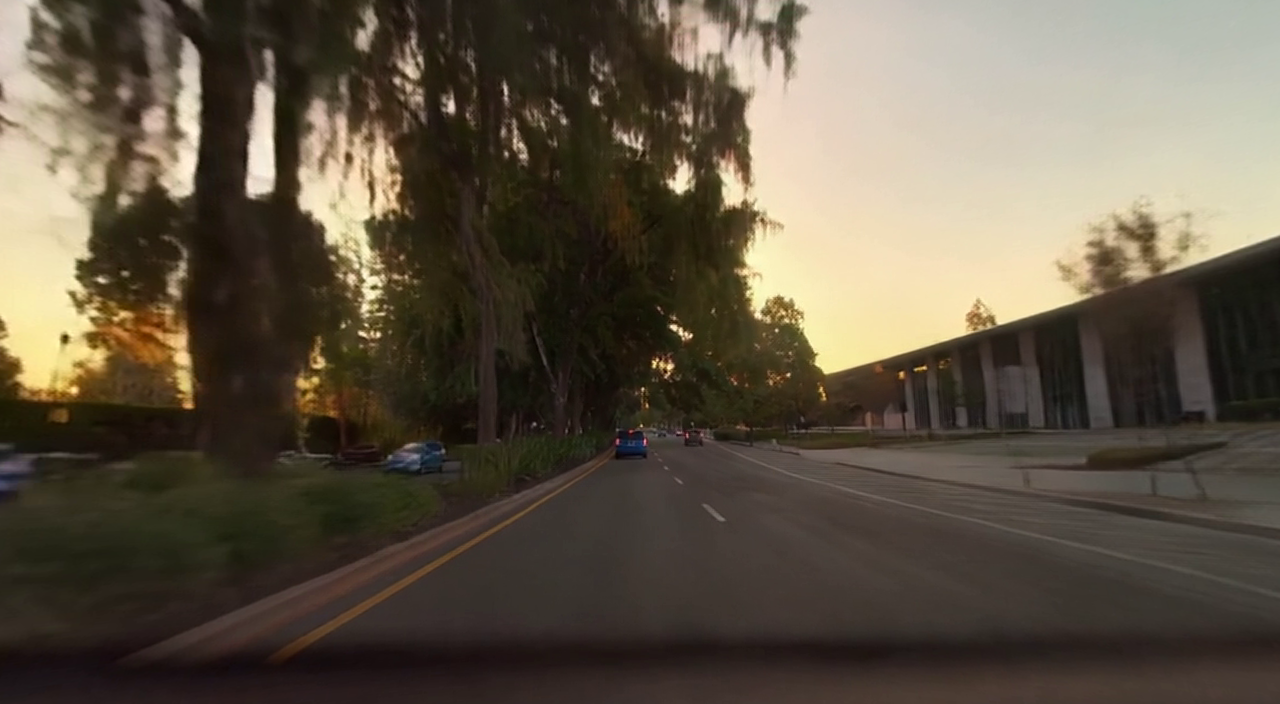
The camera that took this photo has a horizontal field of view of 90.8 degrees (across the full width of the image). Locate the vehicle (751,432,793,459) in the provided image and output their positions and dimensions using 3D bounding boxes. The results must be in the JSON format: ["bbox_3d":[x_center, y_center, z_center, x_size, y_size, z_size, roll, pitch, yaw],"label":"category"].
[{"bbox_3d":[9.418,6.721,45.430,2.364,1.781,4.854,-1,-9,5],"label":"vehicle"}]

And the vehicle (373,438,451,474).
[{"bbox_3d":[-10.859,4.970,30.487,1.979,1.605,4.550,0,-8,1],"label":"vehicle"}]

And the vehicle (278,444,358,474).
[{"bbox_3d":[-18.022,5.970,35.591,2.003,1.533,4.691,0,-8,0],"label":"vehicle"}]

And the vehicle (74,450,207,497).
[{"bbox_3d":[-17.810,4.295,22.759,1.773,1.510,3.608,0,-8,0],"label":"vehicle"}]

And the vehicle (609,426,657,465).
[{"bbox_3d":[-0.381,5.134,34.661,2.411,1.937,5.186,0,-8,-1],"label":"vehicle"}]
